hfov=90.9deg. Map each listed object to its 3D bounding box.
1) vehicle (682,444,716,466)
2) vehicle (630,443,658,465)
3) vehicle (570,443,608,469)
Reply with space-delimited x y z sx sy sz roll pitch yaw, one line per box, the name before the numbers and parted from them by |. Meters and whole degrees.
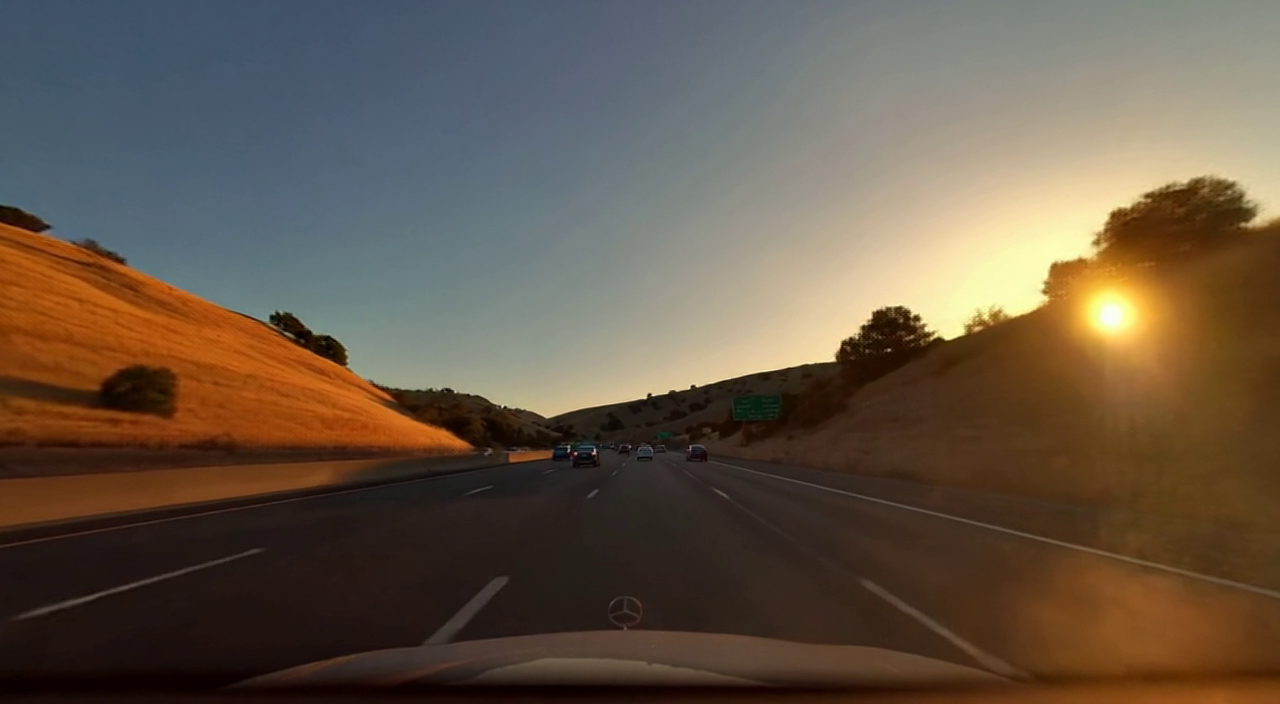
vehicle | 4.362 7.699 47.281 2.027 1.525 4.348 0 -8 -1
vehicle | 0.275 7.683 47.531 2.031 1.566 3.904 0 -8 0
vehicle | -3.311 6.798 41.455 2.091 1.552 4.516 0 -8 0
